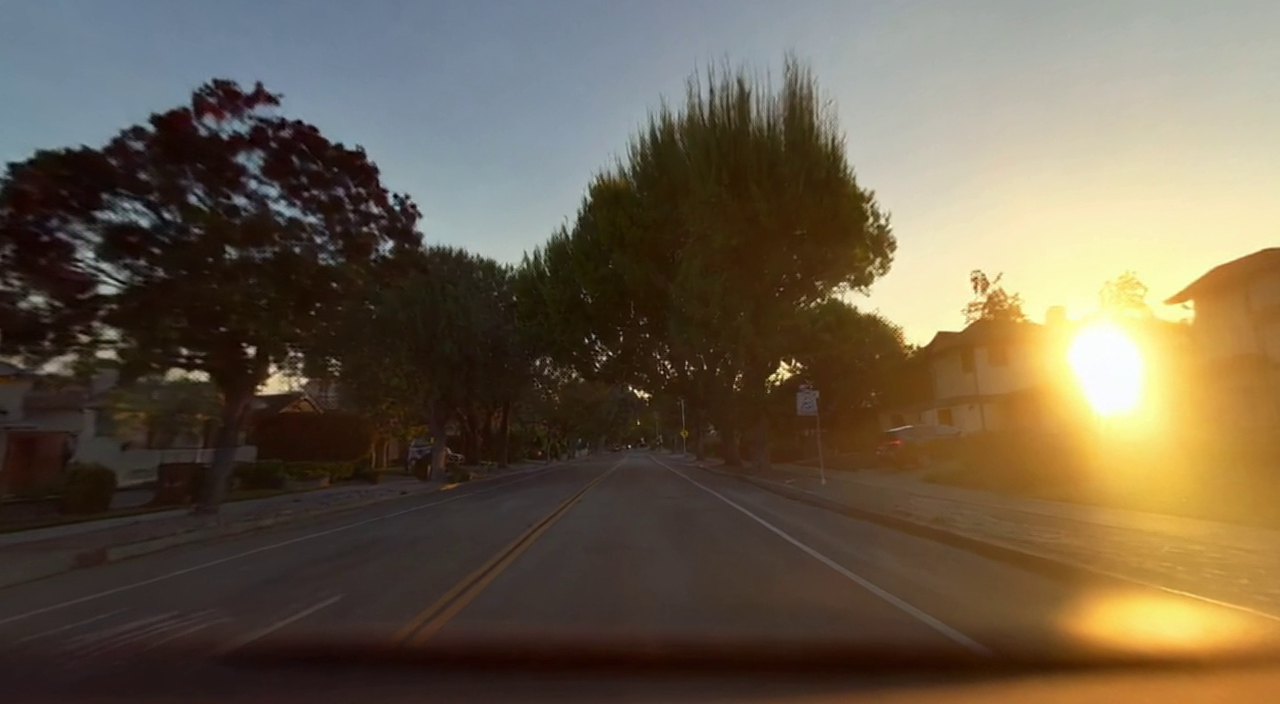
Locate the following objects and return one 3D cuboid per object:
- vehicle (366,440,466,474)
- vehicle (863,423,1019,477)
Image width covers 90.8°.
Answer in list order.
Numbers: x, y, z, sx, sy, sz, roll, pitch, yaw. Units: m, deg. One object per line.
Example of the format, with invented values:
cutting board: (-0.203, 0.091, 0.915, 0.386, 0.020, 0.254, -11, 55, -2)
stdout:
vehicle: (-12.846, 6.022, 36.422, 4.928, 1.848, 2.041, 0, -8, 0)
vehicle: (10.403, 3.414, 22.141, 4.449, 1.765, 1.917, 0, -8, 3)
